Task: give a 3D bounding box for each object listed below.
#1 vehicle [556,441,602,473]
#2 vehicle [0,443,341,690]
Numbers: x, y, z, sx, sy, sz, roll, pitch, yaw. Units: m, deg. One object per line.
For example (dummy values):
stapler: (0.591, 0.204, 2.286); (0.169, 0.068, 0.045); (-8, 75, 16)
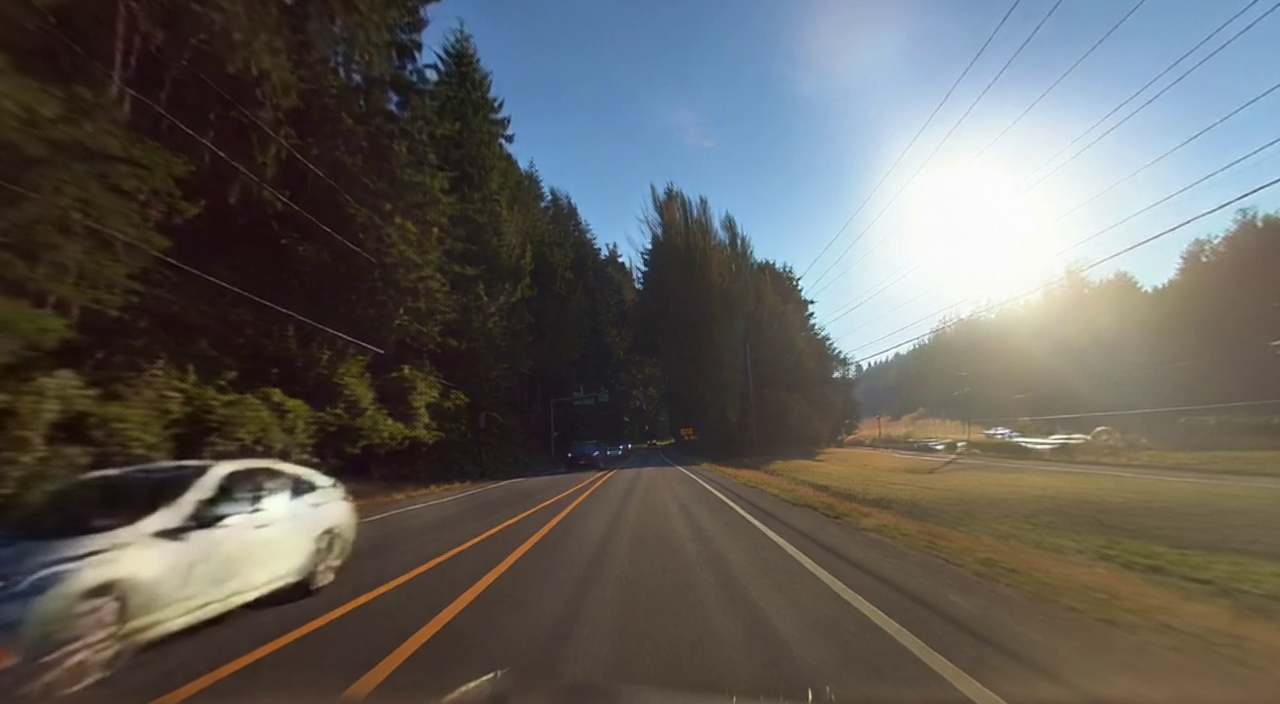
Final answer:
vehicle: (-3.446, 6.068, 36.717); (2.007, 1.726, 5.097); (0, -9, 2)
vehicle: (-4.624, 1.588, 5.757); (1.816, 1.473, 3.689); (-1, -9, 3)
